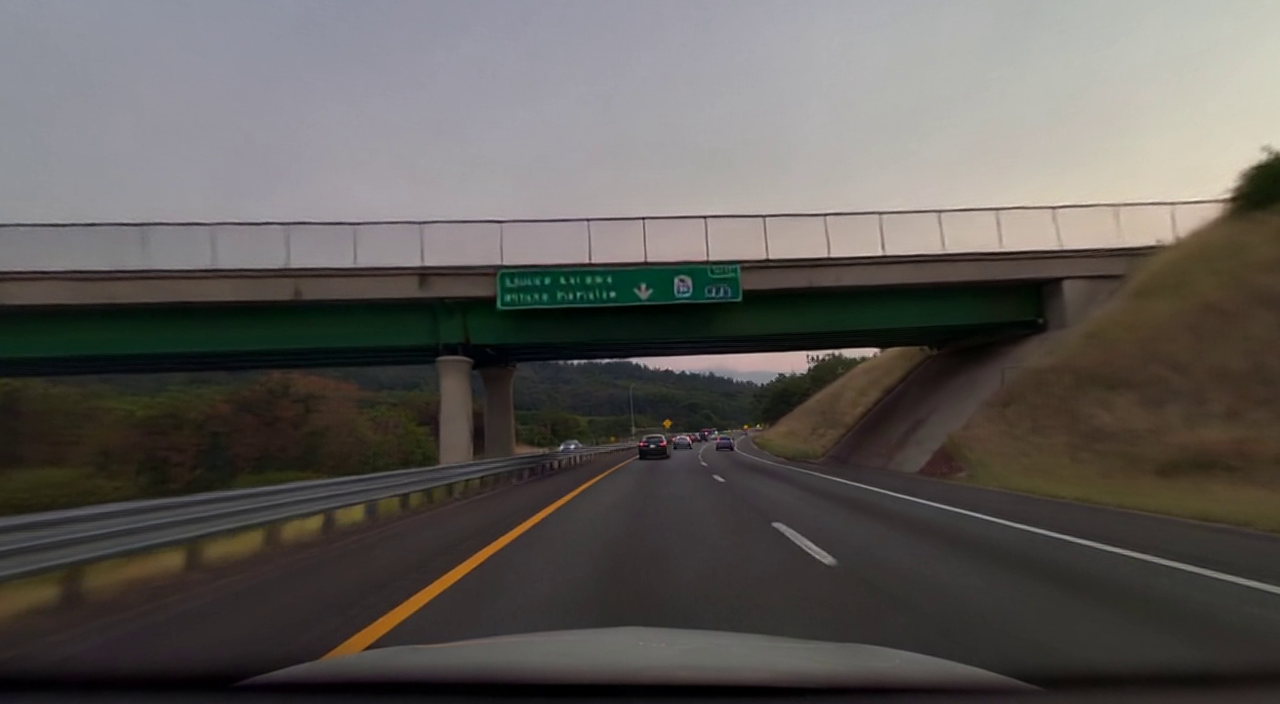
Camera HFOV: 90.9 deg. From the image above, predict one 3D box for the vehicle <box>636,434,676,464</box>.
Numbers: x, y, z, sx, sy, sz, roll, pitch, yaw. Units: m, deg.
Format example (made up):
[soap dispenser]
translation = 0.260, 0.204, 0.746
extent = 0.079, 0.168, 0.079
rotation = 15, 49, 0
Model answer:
[vehicle]
translation = 0.903, 5.186, 33.828
extent = 1.993, 1.461, 3.812
rotation = -1, -8, 3
